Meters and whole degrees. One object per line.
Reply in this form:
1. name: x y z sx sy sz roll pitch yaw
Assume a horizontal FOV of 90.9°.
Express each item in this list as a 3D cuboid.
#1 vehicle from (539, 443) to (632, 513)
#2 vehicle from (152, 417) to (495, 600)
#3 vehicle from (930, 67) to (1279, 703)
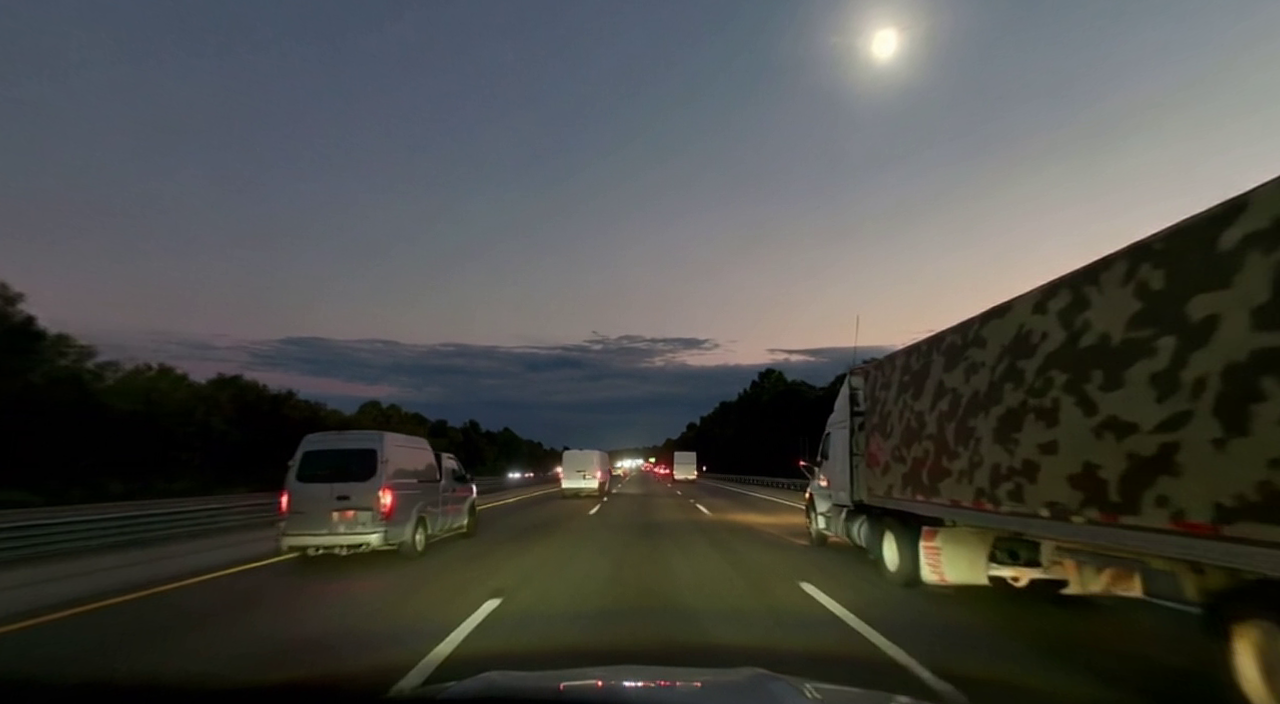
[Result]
1. vehicle: -1.595 4.074 20.619 2.378 1.930 5.086 1 -11 2
2. vehicle: -3.490 1.874 8.145 2.124 1.671 4.262 1 -11 1
3. vehicle: 4.016 0.410 3.018 2.703 2.988 5.097 1 -11 0
